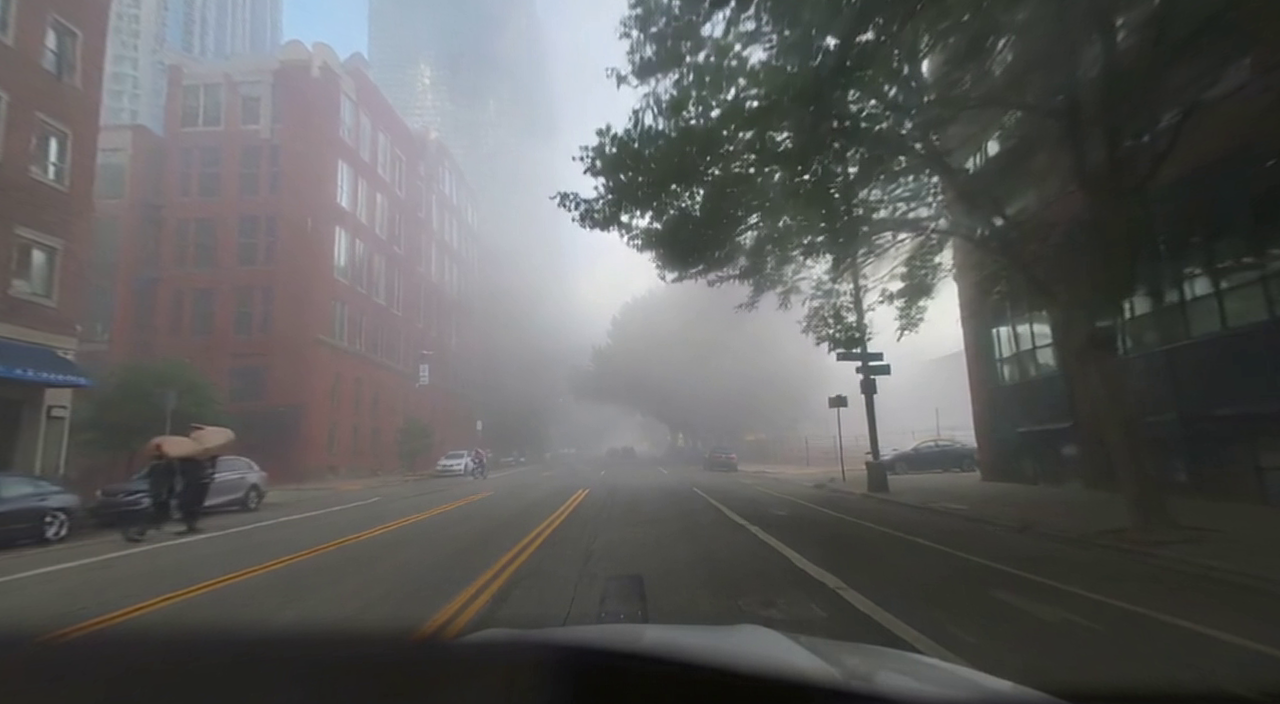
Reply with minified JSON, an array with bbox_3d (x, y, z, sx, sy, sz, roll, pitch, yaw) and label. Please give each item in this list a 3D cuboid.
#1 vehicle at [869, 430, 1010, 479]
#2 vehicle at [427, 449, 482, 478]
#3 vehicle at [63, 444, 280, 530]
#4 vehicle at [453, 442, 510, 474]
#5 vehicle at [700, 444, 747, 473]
[{"bbox_3d":[11.469,3.946,24.437,4.380,1.608,1.942,-2,-9,-1],"label":"vehicle"},{"bbox_3d":[-11.316,6.807,38.859,1.992,1.629,4.773,0,-9,-1],"label":"vehicle"},{"bbox_3d":[-10.957,3.199,15.296,1.977,1.697,4.285,-2,-10,0],"label":"vehicle"},{"bbox_3d":[-11.135,7.530,44.994,2.574,1.922,6.292,-4,-9,-2],"label":"vehicle"},{"bbox_3d":[4.662,6.024,35.892,1.929,1.522,4.543,0,-9,-1],"label":"vehicle"}]
